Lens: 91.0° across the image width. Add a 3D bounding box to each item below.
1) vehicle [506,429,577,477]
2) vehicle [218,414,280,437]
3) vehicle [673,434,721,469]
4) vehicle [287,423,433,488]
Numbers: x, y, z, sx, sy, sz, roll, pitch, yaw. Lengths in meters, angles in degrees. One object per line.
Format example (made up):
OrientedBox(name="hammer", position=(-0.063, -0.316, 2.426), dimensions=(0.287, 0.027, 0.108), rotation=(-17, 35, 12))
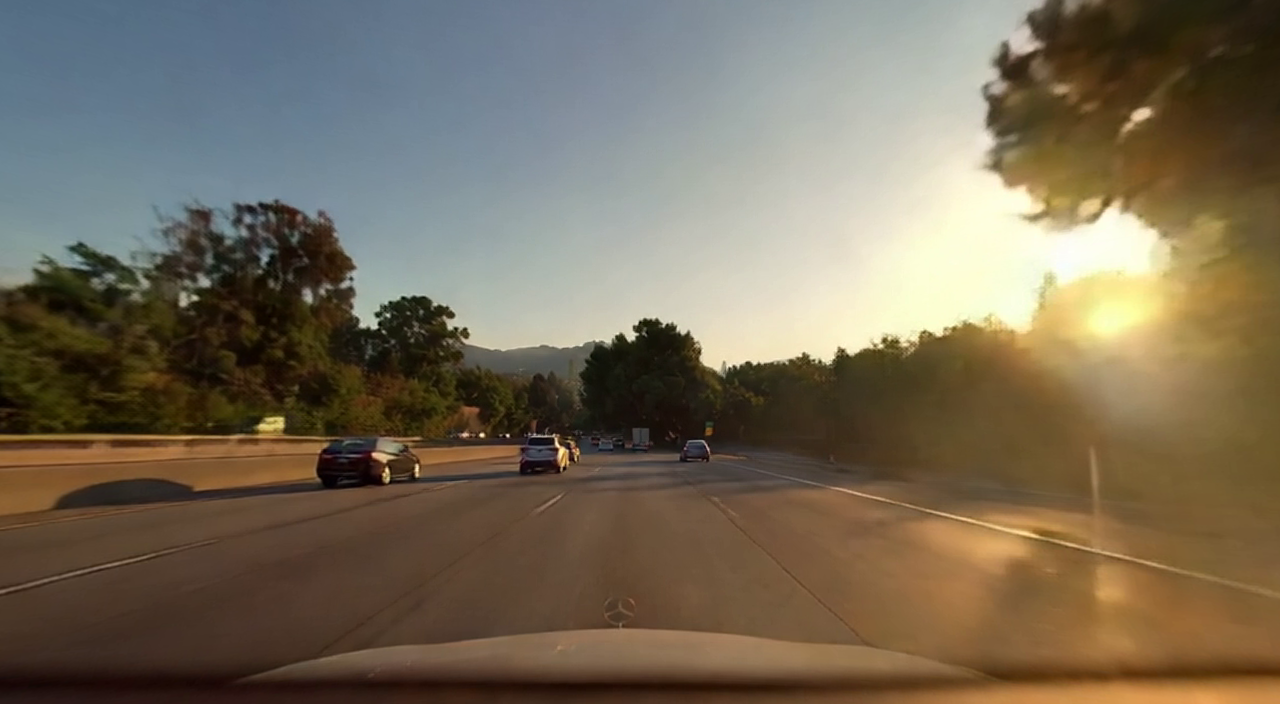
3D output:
OrientedBox(name="vehicle", position=(-3.707, 3.900, 24.417), dimensions=(2.002, 1.680, 4.301), rotation=(0, -9, 1))
OrientedBox(name="vehicle", position=(-29.232, 5.552, 47.193), dimensions=(1.825, 1.511, 4.219), rotation=(0, -9, 2))
OrientedBox(name="vehicle", position=(2.939, 5.263, 33.350), dimensions=(2.053, 1.698, 4.097), rotation=(0, -9, -1))
OrientedBox(name="vehicle", position=(-8.246, 3.120, 19.130), dimensions=(2.237, 1.703, 4.681), rotation=(0, -9, 0))
